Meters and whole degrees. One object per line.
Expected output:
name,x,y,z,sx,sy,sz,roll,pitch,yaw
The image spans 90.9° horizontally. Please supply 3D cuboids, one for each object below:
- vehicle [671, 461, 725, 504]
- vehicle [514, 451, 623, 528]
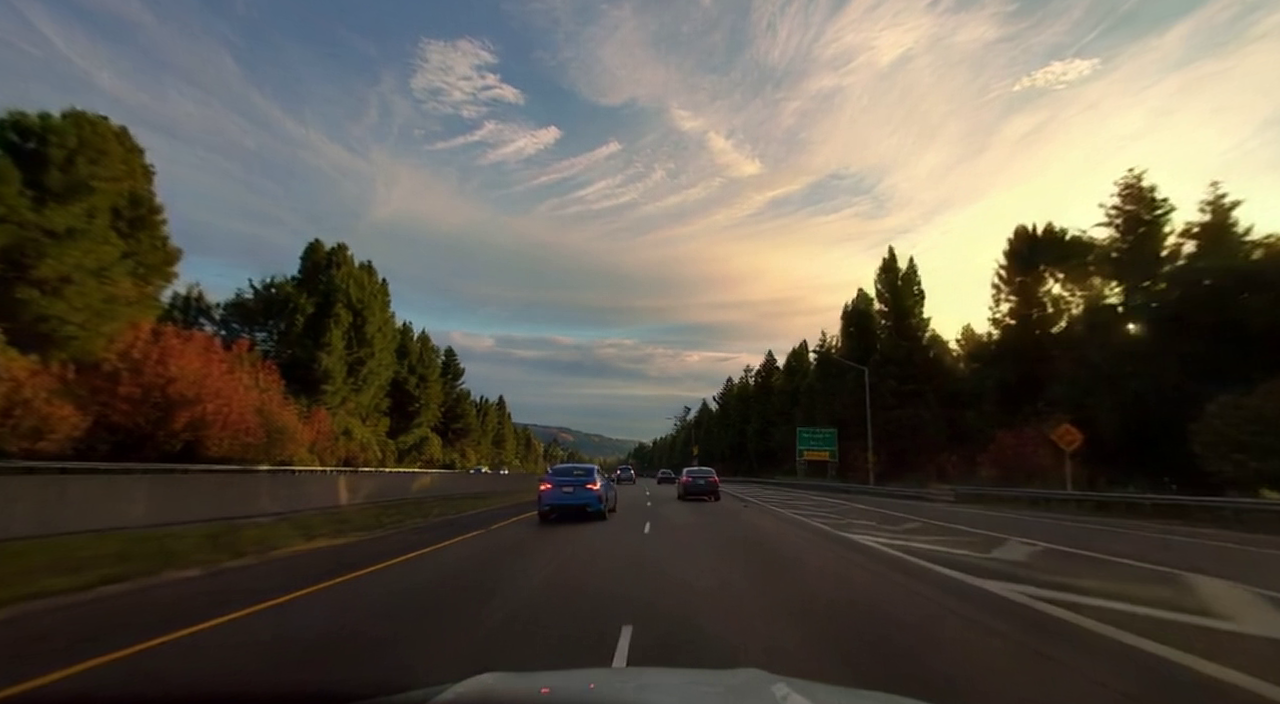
vehicle,2.308,5.296,25.781,1.905,1.559,3.491,0,-10,0
vehicle,-1.649,3.492,16.407,2.176,1.678,4.724,0,-10,1
